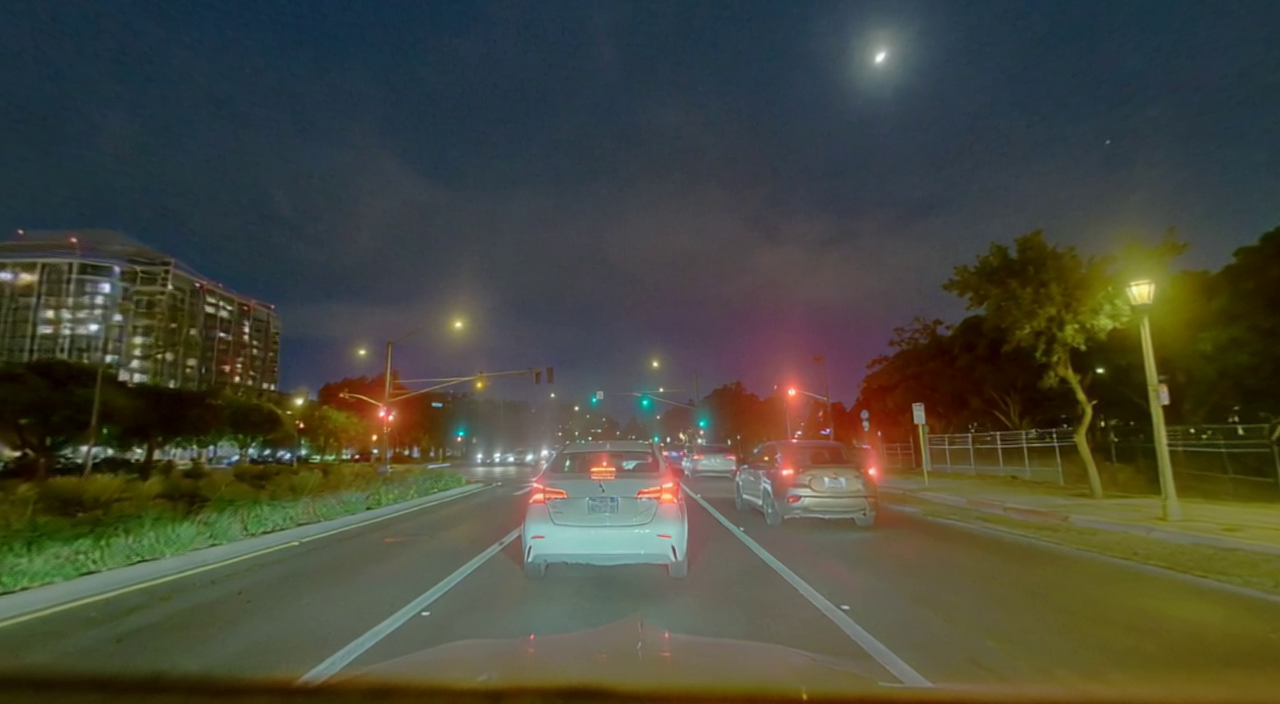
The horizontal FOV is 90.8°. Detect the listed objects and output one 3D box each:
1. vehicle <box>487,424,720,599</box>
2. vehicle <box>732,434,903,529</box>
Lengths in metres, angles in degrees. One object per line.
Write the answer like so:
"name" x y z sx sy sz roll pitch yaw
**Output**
"vehicle" -0.343 1.646 7.292 2.006 1.487 3.535 0 -9 -1
"vehicle" 3.133 2.379 12.188 1.910 1.474 4.263 0 -9 -2
